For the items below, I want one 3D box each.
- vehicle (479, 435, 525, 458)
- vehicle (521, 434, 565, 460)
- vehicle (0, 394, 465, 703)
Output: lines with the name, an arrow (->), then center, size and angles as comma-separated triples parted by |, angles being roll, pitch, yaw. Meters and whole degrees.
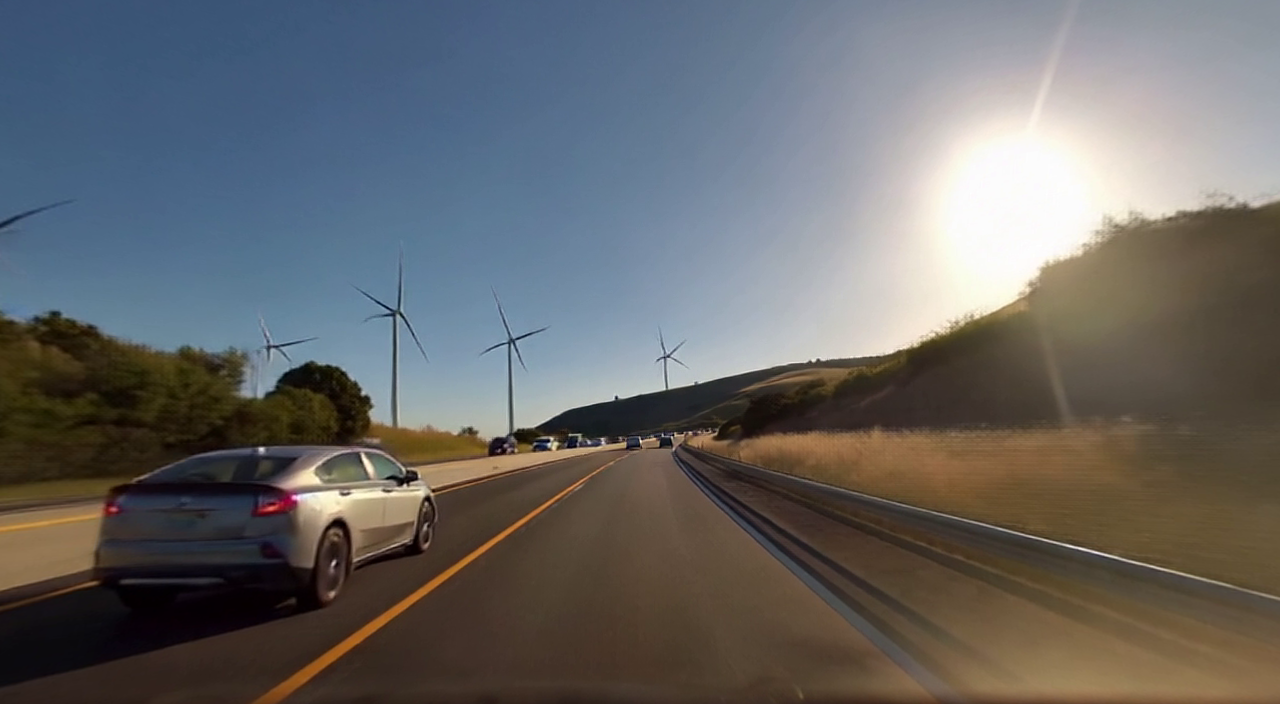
vehicle -> -9.313, 6.400, 42.907 | 2.046, 1.485, 3.990 | 0, -8, 3
vehicle -> -5.902, 5.828, 38.787 | 1.888, 1.462, 4.428 | 0, -8, 2
vehicle -> -2.813, 1.167, 4.406 | 1.918, 1.443, 4.422 | 0, -8, 0
